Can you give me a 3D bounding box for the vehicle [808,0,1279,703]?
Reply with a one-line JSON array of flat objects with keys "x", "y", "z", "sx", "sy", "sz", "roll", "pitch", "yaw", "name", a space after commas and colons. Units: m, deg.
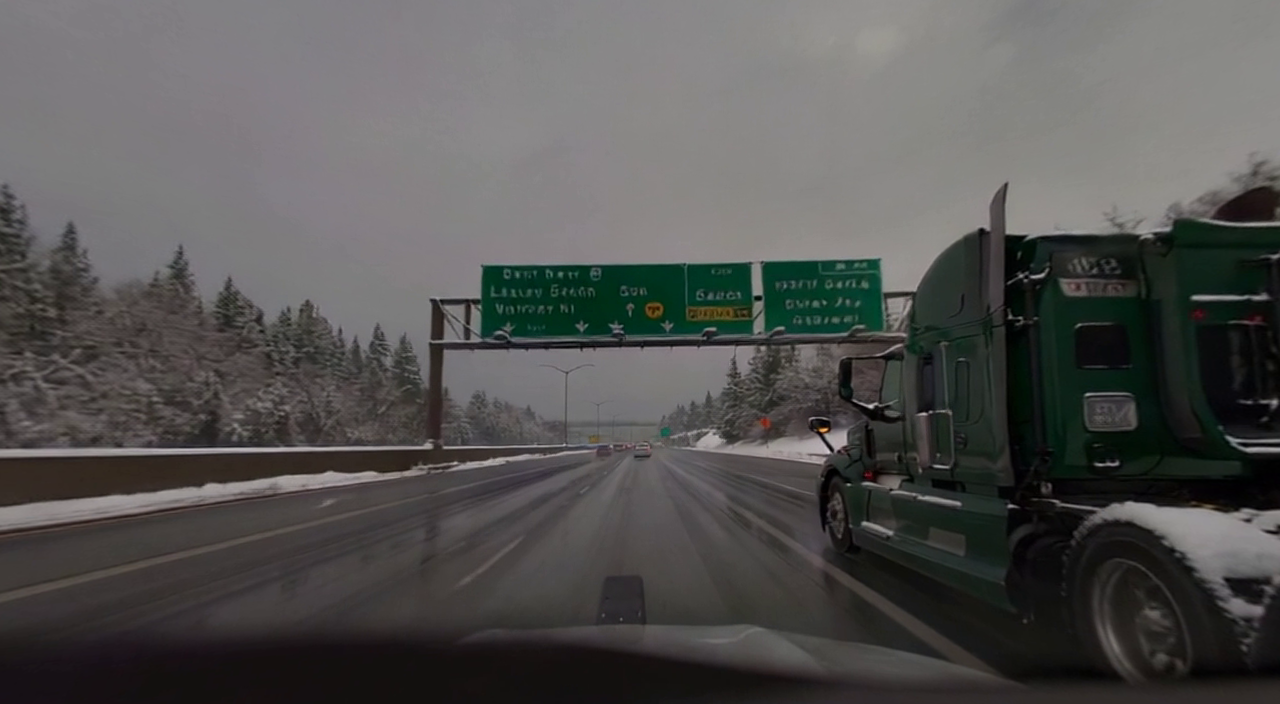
[{"x": 4.052, "y": 0.293, "z": 6.246, "sx": 3.042, "sy": 4.037, "sz": 7.253, "roll": 0, "pitch": -9, "yaw": 3, "name": "vehicle"}]
